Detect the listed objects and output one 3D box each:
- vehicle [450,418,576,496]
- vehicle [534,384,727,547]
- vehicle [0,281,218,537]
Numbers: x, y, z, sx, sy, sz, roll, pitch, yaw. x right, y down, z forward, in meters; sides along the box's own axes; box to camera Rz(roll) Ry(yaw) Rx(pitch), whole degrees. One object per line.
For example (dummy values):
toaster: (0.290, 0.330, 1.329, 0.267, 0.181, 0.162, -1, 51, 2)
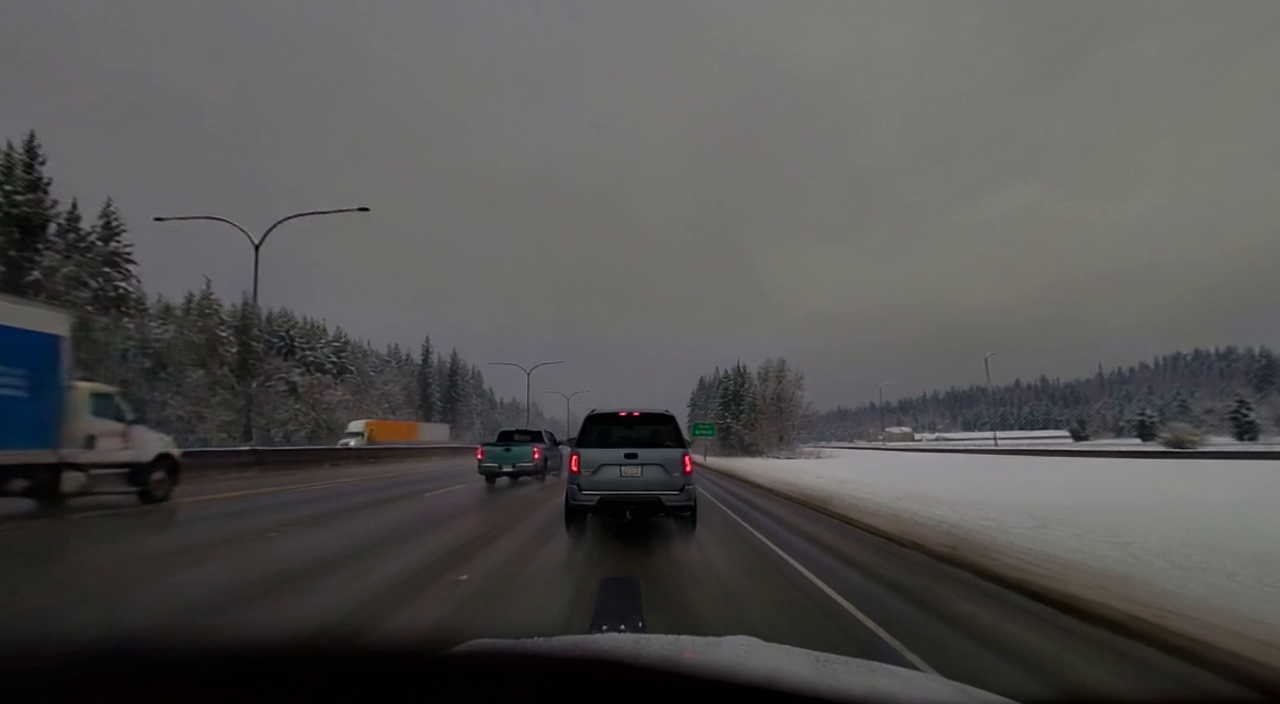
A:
vehicle: (-3.324, 2.956, 18.079, 2.235, 1.826, 6.106, 0, -8, 1)
vehicle: (-0.199, 1.754, 10.282, 2.395, 2.013, 4.734, 0, -8, -2)
vehicle: (-10.987, 0.606, 7.659, 3.347, 3.686, 12.113, 0, -8, 0)
